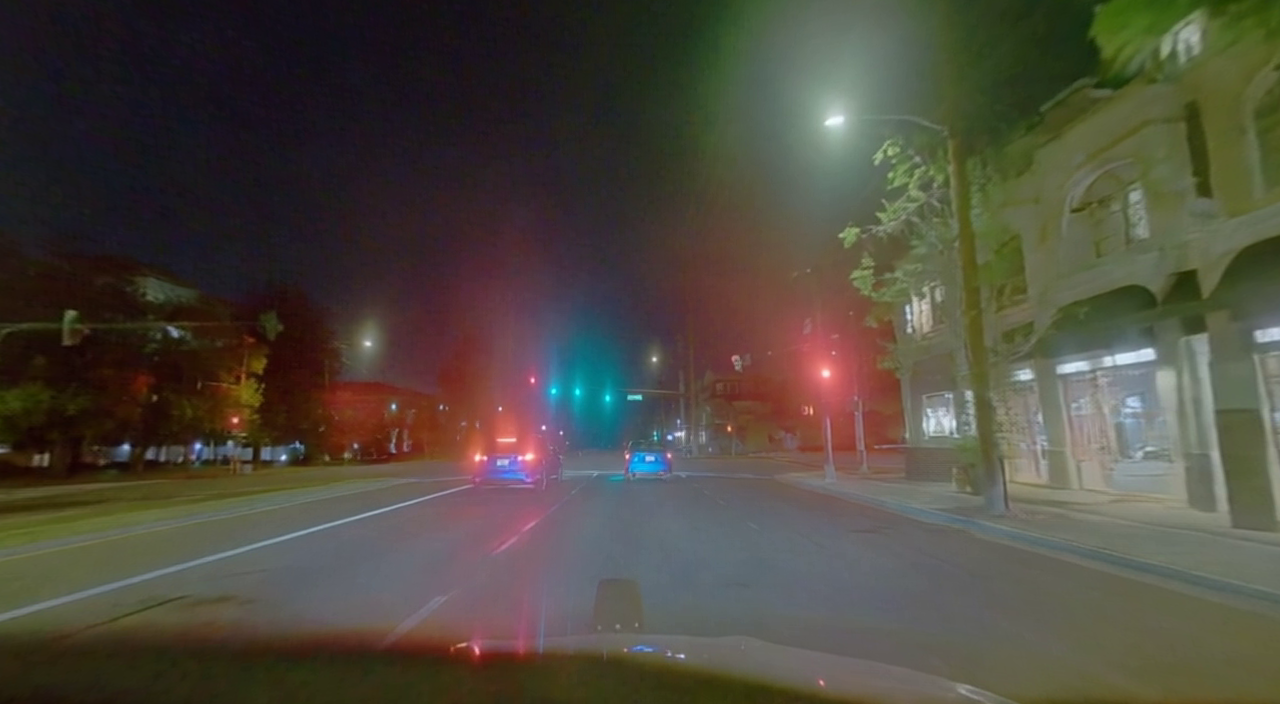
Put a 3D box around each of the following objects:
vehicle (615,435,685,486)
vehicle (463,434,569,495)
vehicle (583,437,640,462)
[{"bbox_3d":[0.276,3.475,20.566,2.059,1.456,4.047,0,-8,0],"label":"vehicle"},{"bbox_3d":[-3.282,3.097,17.748,2.032,1.467,4.411,0,-8,1],"label":"vehicle"},{"bbox_3d":[-1.977,6.949,45.085,1.966,1.689,4.541,-5,-10,28],"label":"vehicle"}]
